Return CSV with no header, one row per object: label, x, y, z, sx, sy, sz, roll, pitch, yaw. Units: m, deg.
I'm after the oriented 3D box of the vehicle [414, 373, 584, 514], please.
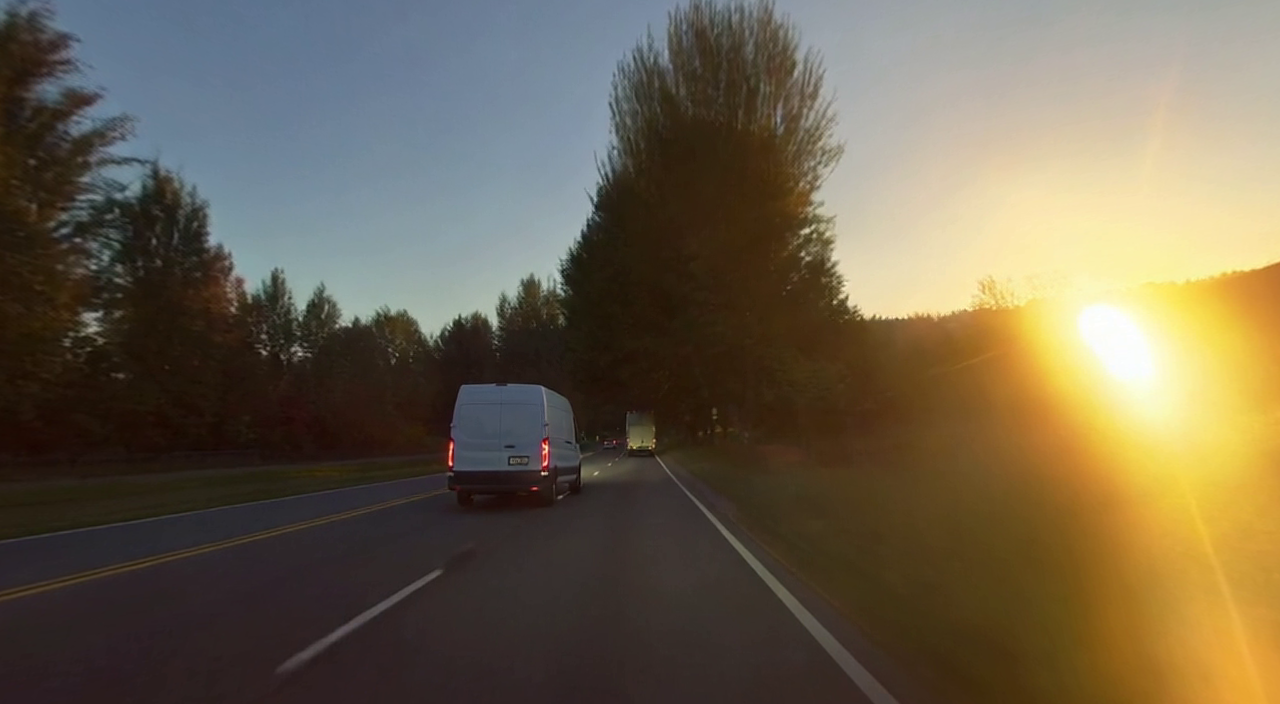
vehicle,-2.916,2.145,14.875,2.497,2.628,6.016,0,-8,1
